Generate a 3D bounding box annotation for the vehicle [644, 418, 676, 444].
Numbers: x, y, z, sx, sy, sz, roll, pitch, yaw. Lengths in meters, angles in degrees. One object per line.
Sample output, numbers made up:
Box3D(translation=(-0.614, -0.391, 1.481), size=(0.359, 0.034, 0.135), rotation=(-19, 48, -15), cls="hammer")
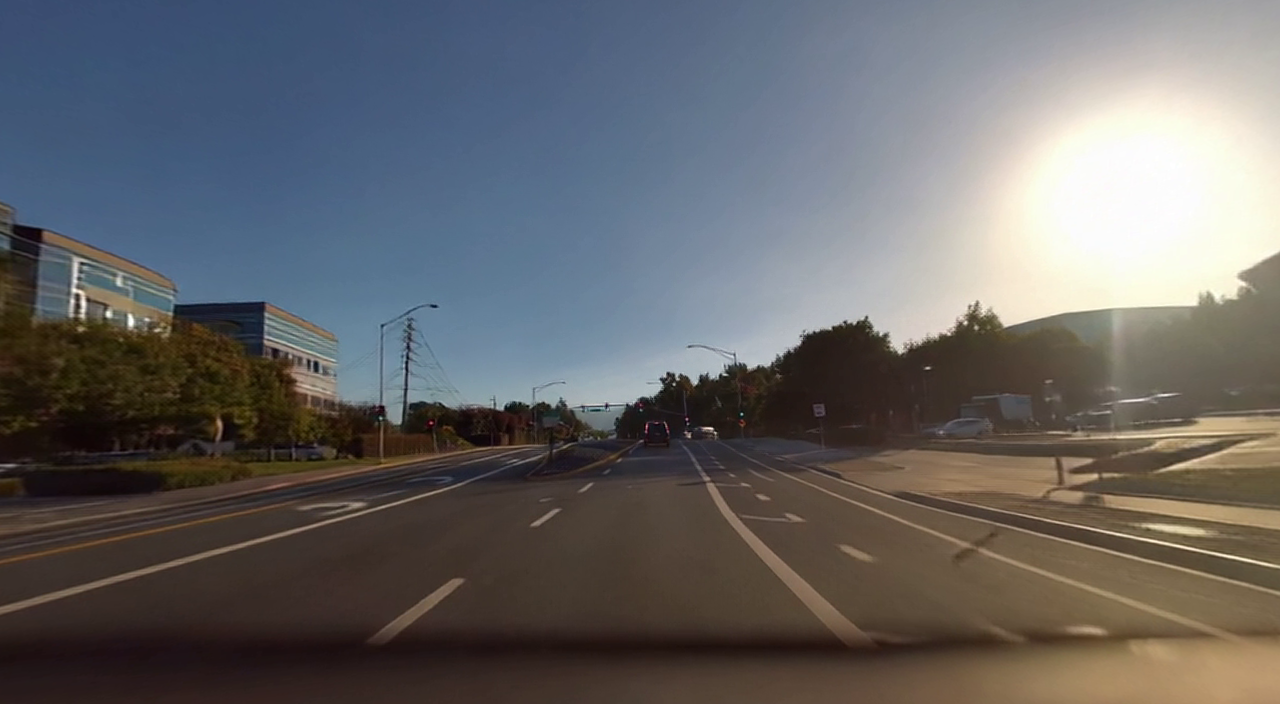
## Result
Box3D(translation=(1.541, 6.287, 49.880), size=(2.371, 1.926, 5.099), rotation=(0, -8, 0), cls="vehicle")
